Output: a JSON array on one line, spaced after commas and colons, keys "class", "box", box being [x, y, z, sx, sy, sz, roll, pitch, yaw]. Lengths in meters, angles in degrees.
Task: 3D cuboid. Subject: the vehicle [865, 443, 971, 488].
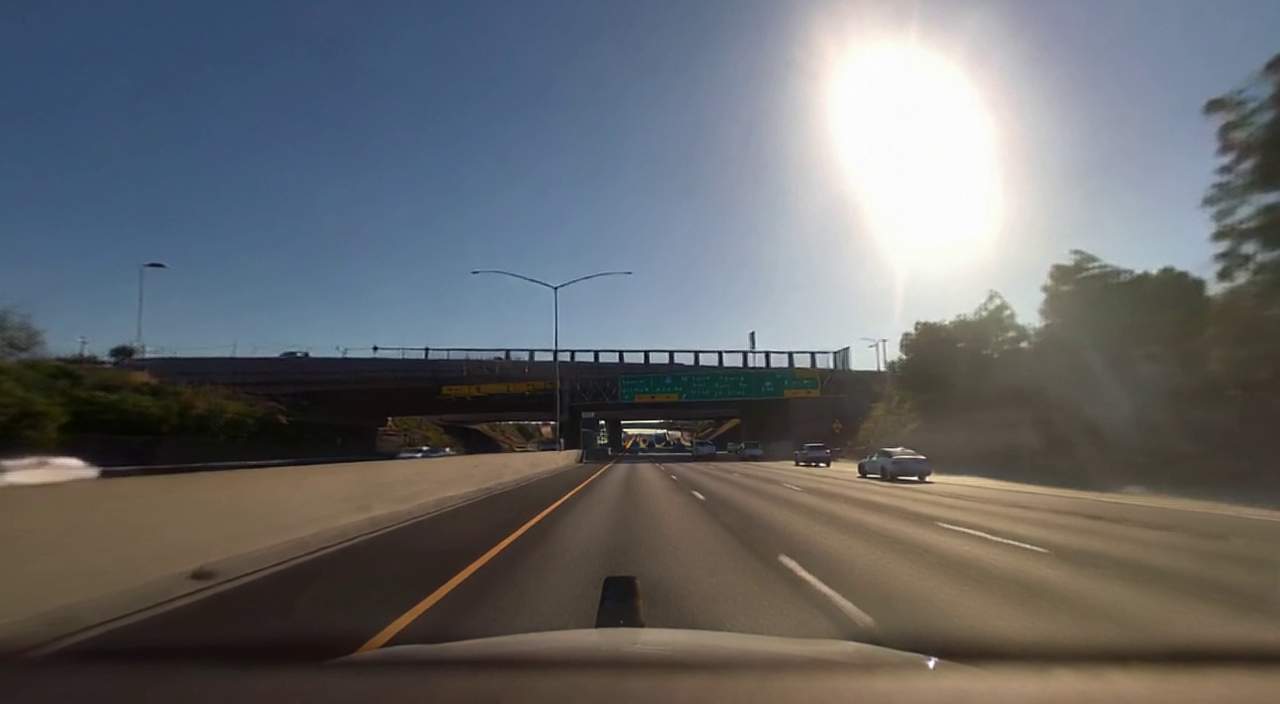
[{"class": "vehicle", "box": [9.774, 3.992, 22.596, 1.836, 1.418, 4.132, 0, -9, -1]}]

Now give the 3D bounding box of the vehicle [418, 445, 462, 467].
[{"class": "vehicle", "box": [-15.362, 7.947, 48.675, 1.918, 1.569, 4.146, 0, -8, 2]}]
